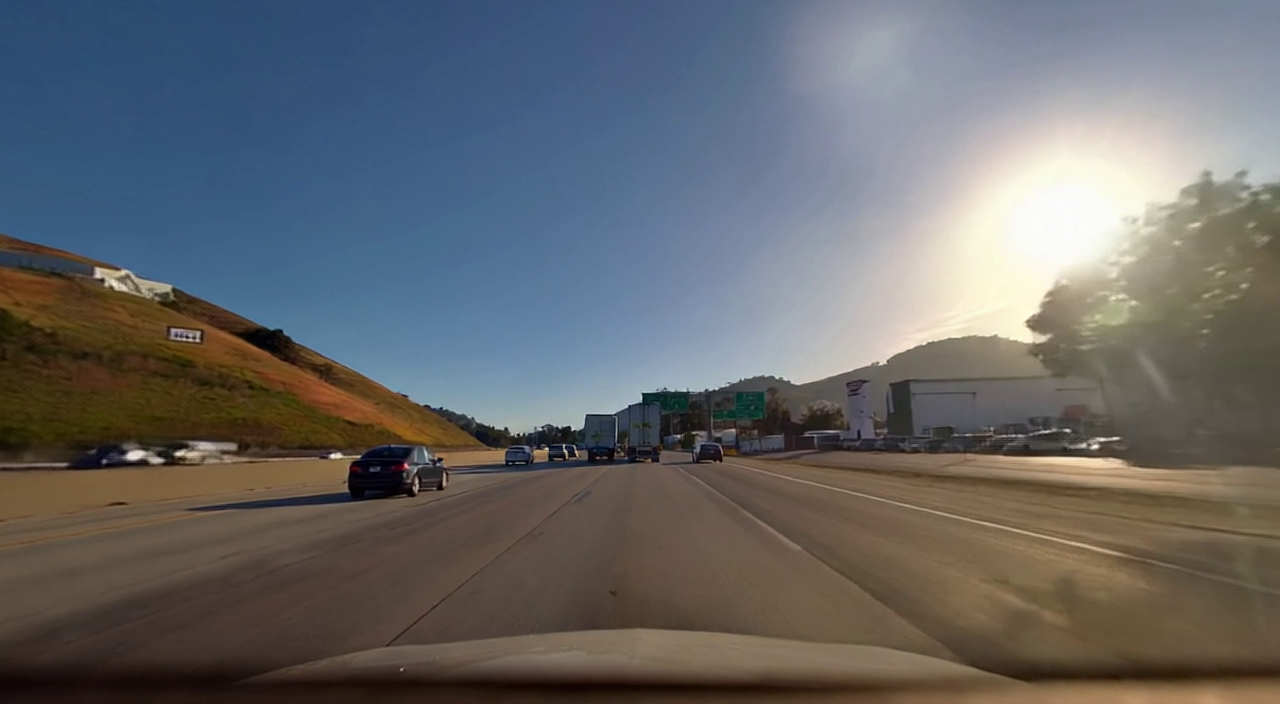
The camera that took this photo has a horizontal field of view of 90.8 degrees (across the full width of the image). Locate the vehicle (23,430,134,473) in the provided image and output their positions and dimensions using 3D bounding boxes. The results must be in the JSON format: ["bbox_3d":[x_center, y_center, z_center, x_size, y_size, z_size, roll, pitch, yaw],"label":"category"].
[{"bbox_3d":[-40.730,7.229,46.030,2.899,2.889,5.481,-1,-8,0],"label":"vehicle"}]

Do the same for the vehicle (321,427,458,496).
[{"bbox_3d":[-7.071,3.160,18.470,2.122,1.754,4.379,0,-9,1],"label":"vehicle"}]

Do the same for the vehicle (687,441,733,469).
[{"bbox_3d":[3.756,5.646,34.738,2.006,1.452,4.246,0,-9,-1],"label":"vehicle"}]

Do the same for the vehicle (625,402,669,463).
[{"bbox_3d":[0.395,6.306,48.612,2.969,4.104,10.906,0,-9,-1],"label":"vehicle"}]

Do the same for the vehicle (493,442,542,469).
[{"bbox_3d":[-7.167,6.096,37.375,1.891,1.460,4.506,0,-9,1],"label":"vehicle"}]
